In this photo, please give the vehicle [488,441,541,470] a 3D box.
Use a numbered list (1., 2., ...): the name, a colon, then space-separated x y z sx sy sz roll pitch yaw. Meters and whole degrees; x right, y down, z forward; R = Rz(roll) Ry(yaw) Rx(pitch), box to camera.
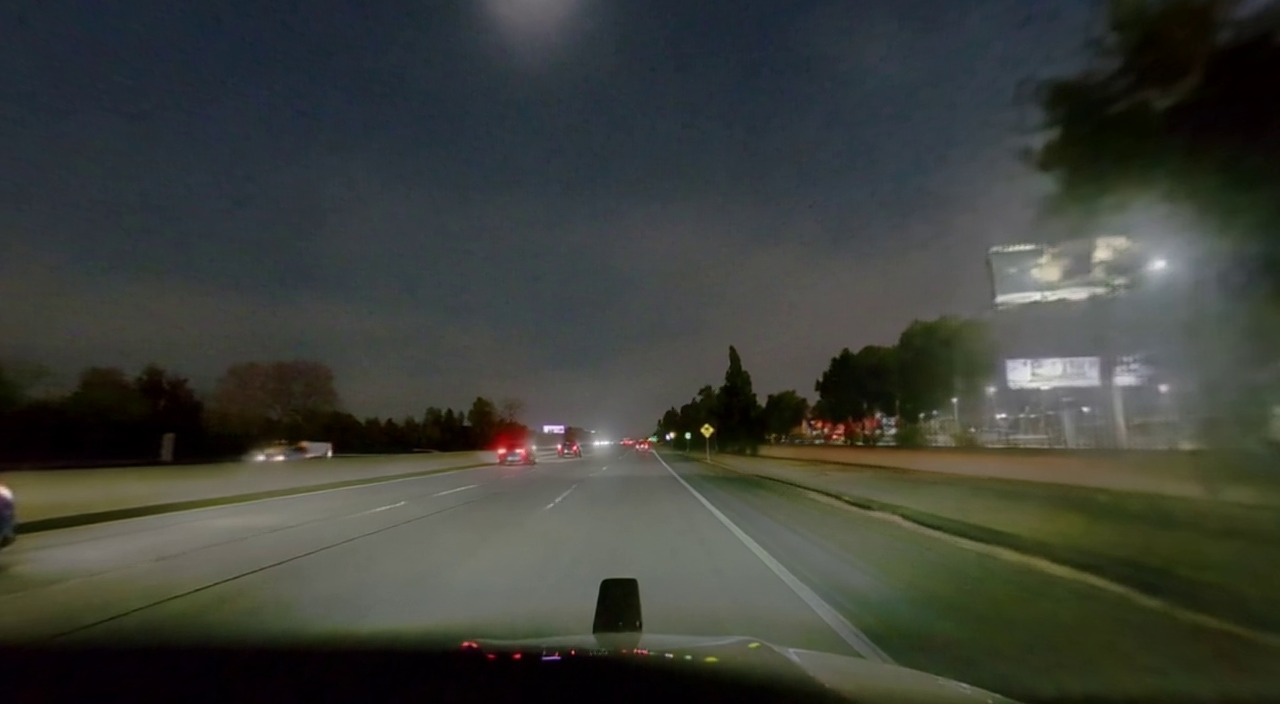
1. vehicle: -7.078 5.904 36.024 2.008 1.520 4.731 0 -9 1
